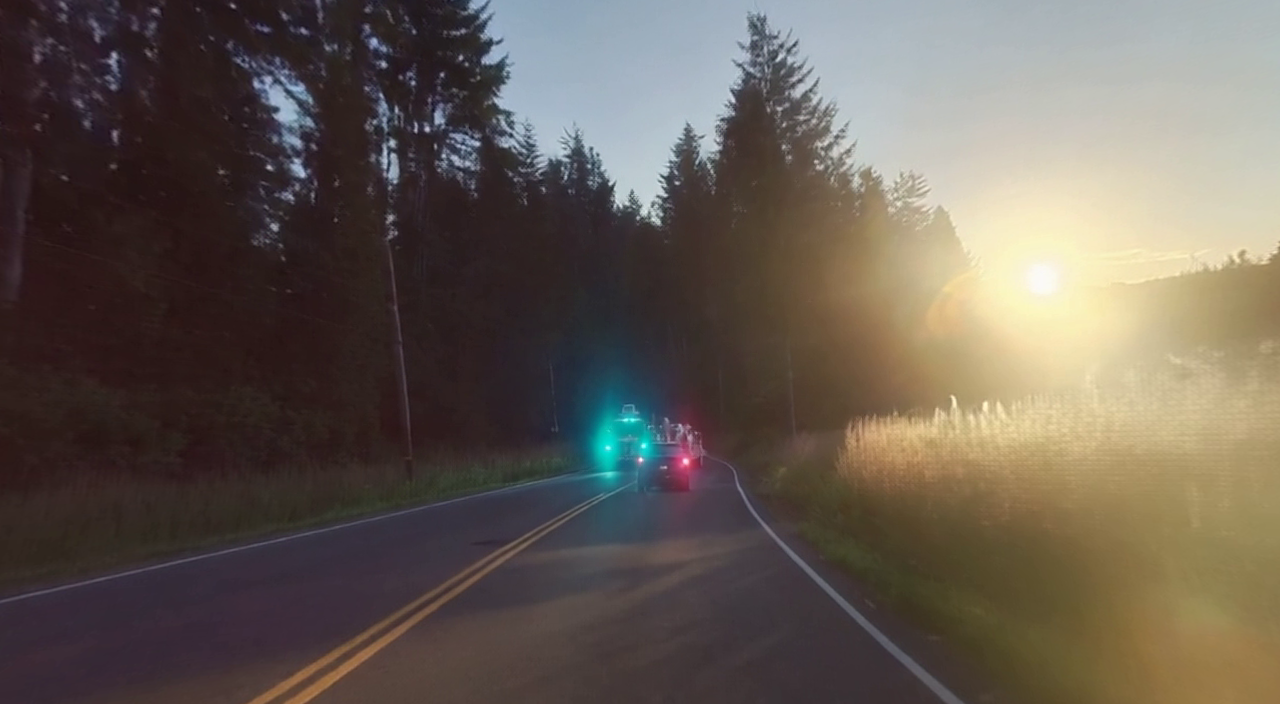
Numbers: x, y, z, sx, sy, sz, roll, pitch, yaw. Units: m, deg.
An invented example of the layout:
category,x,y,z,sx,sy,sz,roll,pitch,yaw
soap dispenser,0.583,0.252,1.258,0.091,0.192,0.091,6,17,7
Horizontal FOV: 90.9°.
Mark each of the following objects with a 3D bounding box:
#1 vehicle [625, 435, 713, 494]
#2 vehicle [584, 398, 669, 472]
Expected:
category,x,y,z,sx,sy,sz,roll,pitch,yaw
vehicle,0.880,3.158,18.035,2.196,1.465,4.294,-1,-9,4
vehicle,-0.659,5.598,41.267,4.788,4.368,6.529,0,-11,5
